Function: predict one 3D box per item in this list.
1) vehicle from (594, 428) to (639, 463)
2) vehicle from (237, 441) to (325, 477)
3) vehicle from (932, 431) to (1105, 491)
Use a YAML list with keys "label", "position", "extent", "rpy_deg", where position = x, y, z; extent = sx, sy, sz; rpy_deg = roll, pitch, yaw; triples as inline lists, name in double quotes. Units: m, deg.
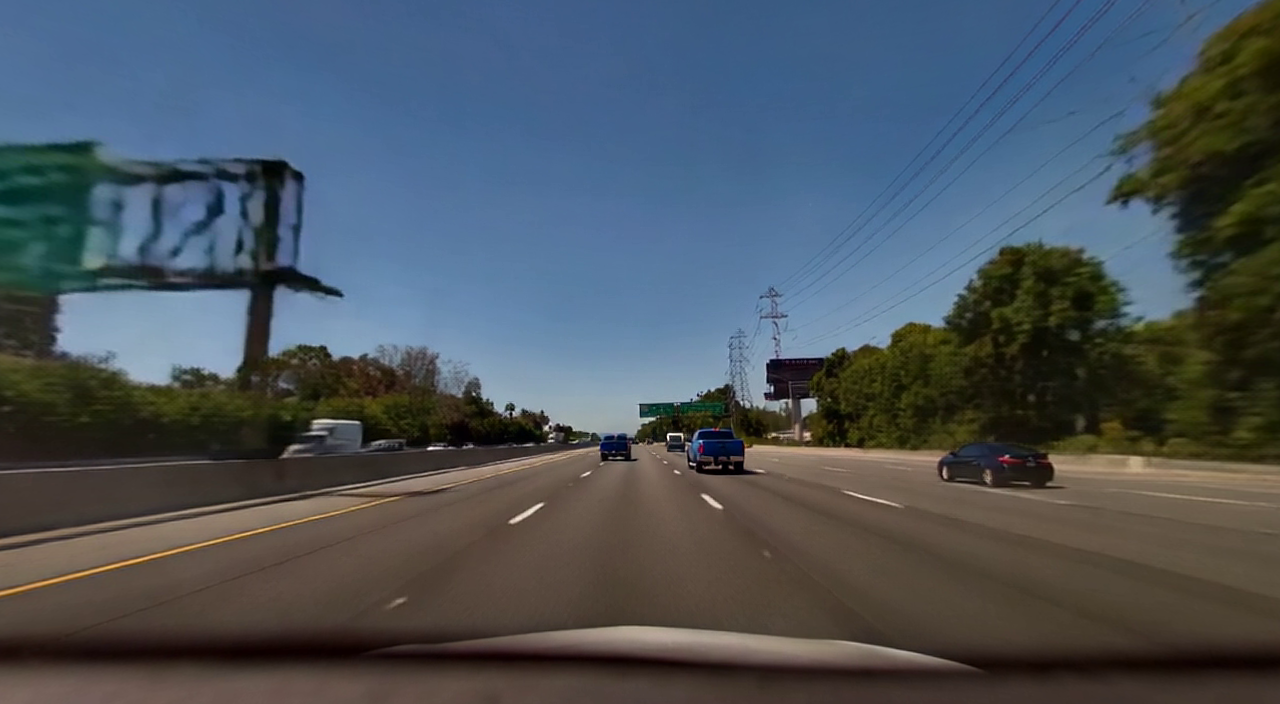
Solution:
- label: "vehicle"
  position: [-1.389, 5.881, 39.692]
  extent: [2.508, 2.023, 6.176]
  rpy_deg: [0, -8, 1]
- label: "vehicle"
  position: [-17.789, 5.289, 31.482]
  extent: [1.846, 1.611, 4.293]
  rpy_deg: [0, -8, 0]
- label: "vehicle"
  position: [10.609, 3.069, 18.173]
  extent: [2.076, 1.470, 4.644]
  rpy_deg: [0, -8, -1]
